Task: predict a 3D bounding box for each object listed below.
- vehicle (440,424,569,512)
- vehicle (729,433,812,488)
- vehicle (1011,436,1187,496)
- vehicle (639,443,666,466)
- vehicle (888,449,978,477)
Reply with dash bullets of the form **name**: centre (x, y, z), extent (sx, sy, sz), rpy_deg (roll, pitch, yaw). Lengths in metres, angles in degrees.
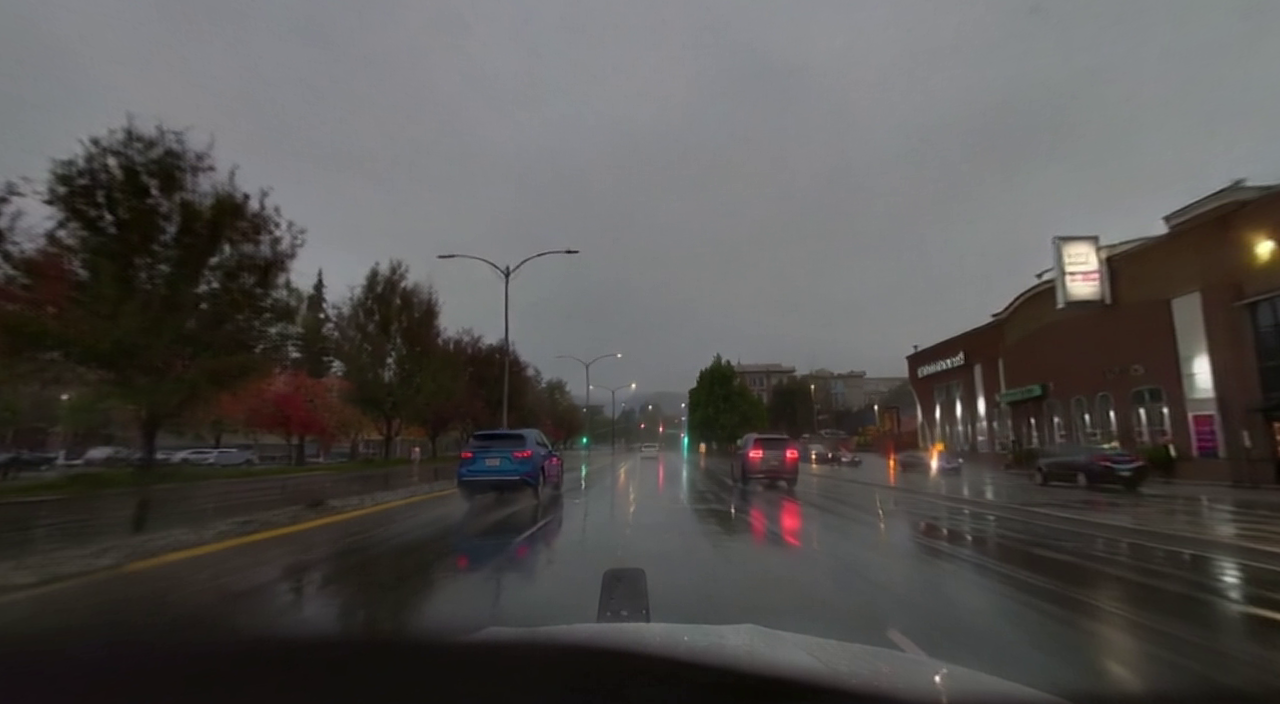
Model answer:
- **vehicle**: centre (-3.066, 2.730, 15.323), extent (2.047, 1.810, 4.414), rpy_deg (0, -9, 2)
- **vehicle**: centre (4.564, 3.868, 22.812), extent (2.083, 1.779, 4.347), rpy_deg (0, -9, 0)
- **vehicle**: centre (15.077, 3.743, 21.139), extent (1.932, 1.748, 4.741), rpy_deg (2, -9, -8)
- **vehicle**: centre (0.979, 7.973, 49.271), extent (2.067, 1.702, 3.987), rpy_deg (0, -9, 1)
- **vehicle**: centre (16.125, 6.096, 34.760), extent (4.133, 1.475, 1.833), rpy_deg (2, -9, -11)
